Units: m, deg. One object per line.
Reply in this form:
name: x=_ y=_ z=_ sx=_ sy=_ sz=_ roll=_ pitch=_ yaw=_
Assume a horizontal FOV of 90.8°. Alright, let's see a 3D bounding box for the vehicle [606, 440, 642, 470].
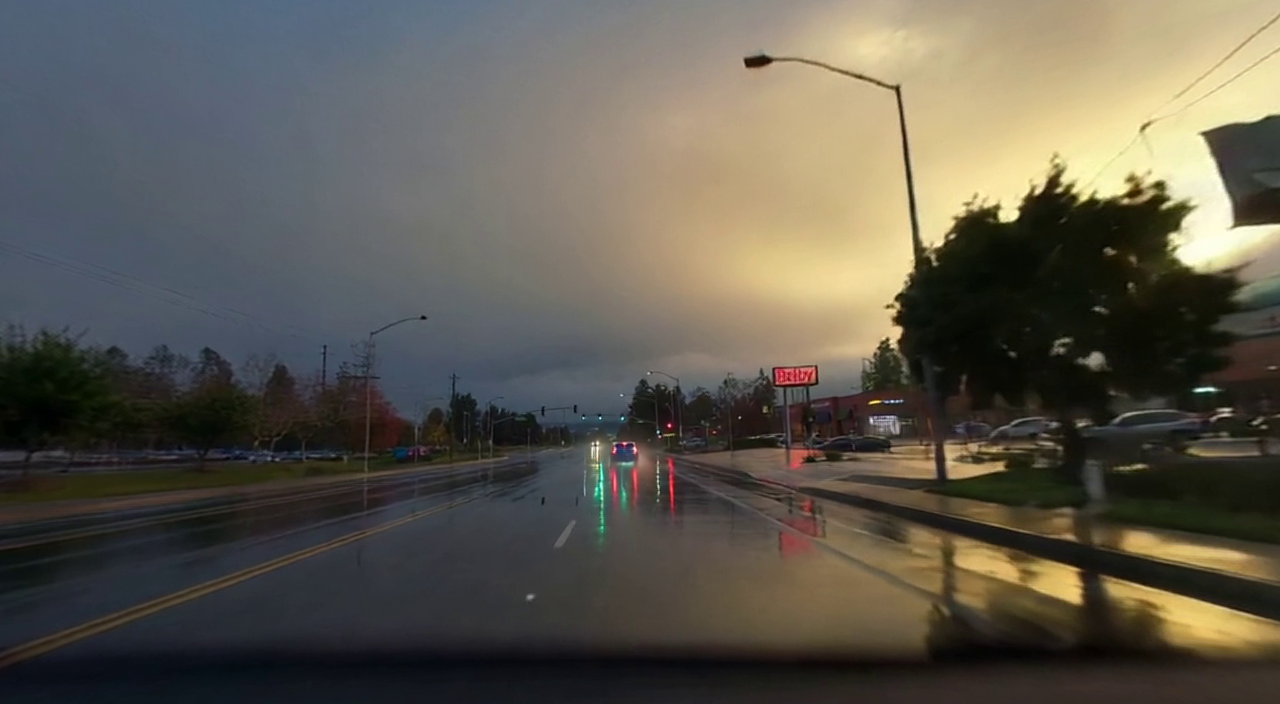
vehicle: x=-0.938 y=6.131 z=37.802 sx=2.024 sy=1.628 sz=4.774 roll=0 pitch=-8 yaw=-1
